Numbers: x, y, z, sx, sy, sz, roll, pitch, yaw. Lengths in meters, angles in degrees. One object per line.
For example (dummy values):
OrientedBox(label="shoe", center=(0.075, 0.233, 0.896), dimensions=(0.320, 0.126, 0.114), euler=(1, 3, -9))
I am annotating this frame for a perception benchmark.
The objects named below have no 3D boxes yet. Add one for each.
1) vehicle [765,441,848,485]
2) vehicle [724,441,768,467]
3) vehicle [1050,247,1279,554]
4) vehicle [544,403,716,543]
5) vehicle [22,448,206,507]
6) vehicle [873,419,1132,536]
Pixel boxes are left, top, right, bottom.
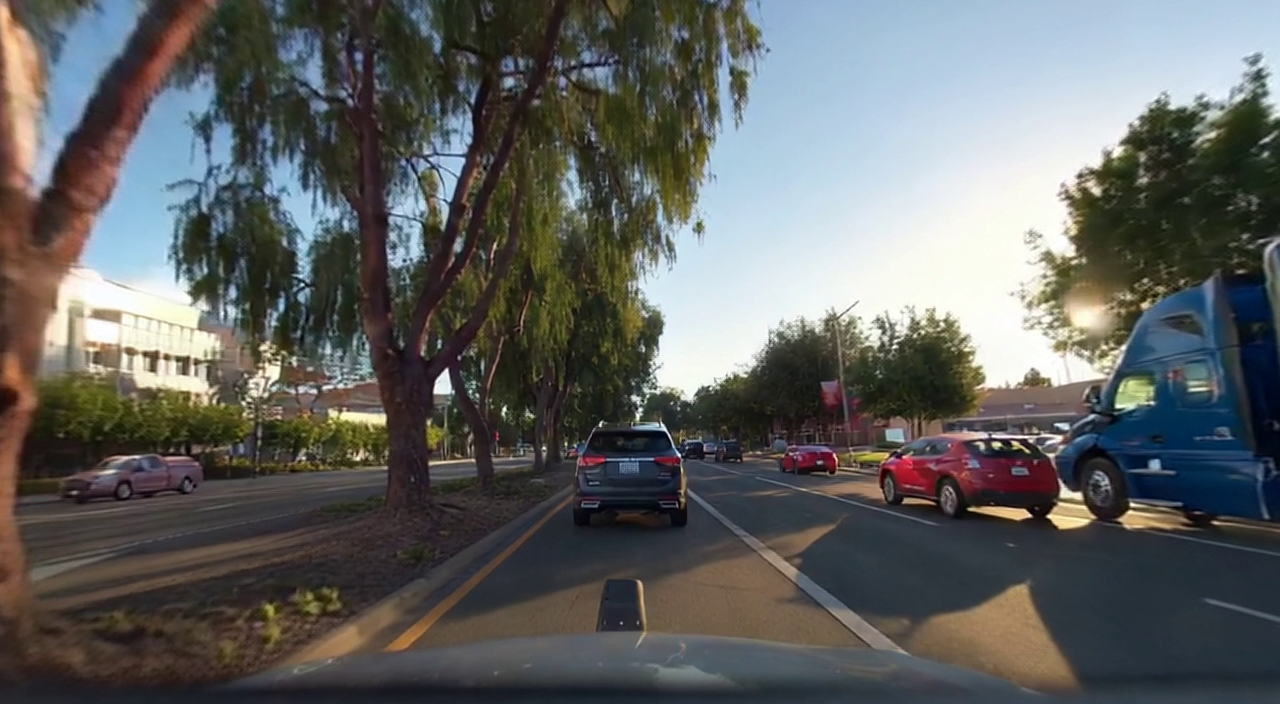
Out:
OrientedBox(label="vehicle", center=(6.413, 4.305, 24.888), dimensions=(2.035, 1.553, 4.465), euler=(0, -9, 0))
OrientedBox(label="vehicle", center=(6.534, 6.349, 39.380), dimensions=(1.914, 1.523, 4.287), euler=(0, -9, -1))
OrientedBox(label="vehicle", center=(9.988, 0.678, 8.637), dimensions=(3.030, 4.019, 8.420), euler=(0, -9, 0))
OrientedBox(label="vehicle", center=(-0.161, 1.958, 10.744), dimensions=(2.320, 1.880, 4.192), euler=(0, -9, -1))
OrientedBox(label="vehicle", center=(-19.292, 4.574, 23.644), dimensions=(2.302, 1.939, 5.221), euler=(0, -9, 1))
OrientedBox(label="vehicle", center=(6.181, 2.185, 11.597), dimensions=(2.056, 1.703, 4.428), euler=(0, -9, -1))
